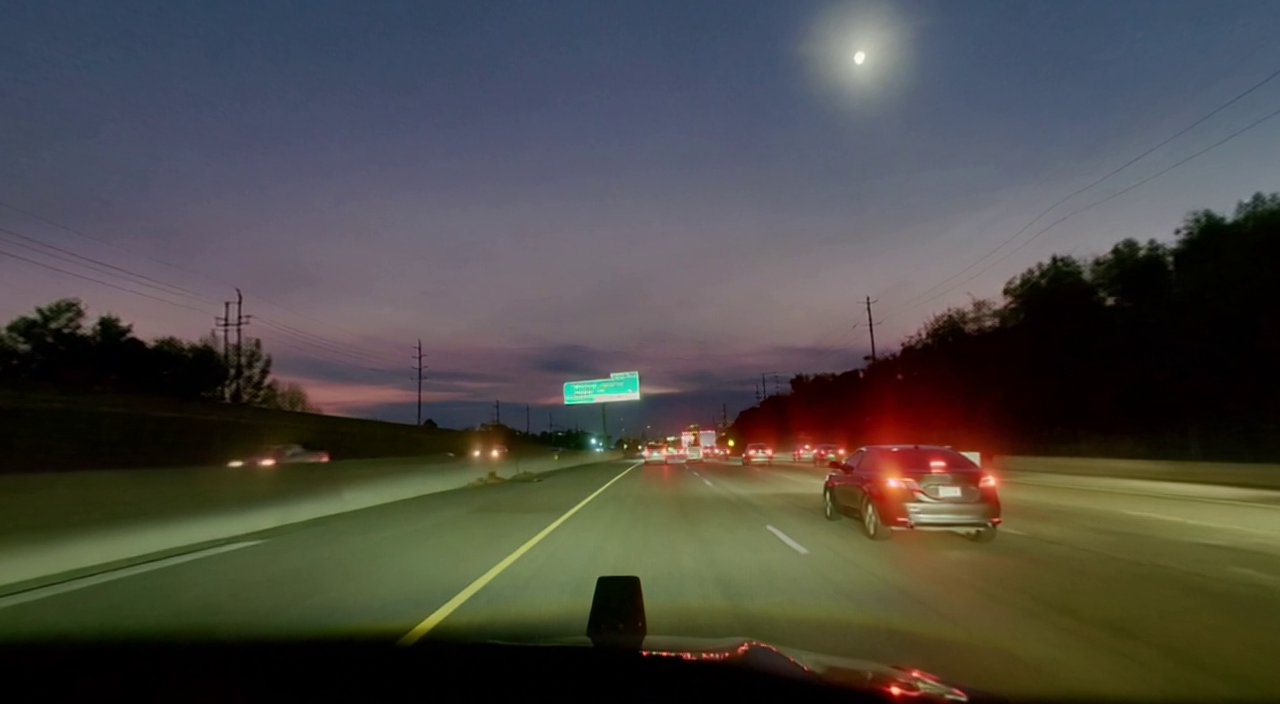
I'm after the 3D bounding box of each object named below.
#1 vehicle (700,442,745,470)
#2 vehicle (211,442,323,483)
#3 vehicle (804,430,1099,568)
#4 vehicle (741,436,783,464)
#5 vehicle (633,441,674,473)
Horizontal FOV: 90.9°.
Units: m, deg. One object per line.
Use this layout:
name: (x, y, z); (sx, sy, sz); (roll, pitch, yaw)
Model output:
vehicle: (4.570, 5.833, 35.464); (1.936, 1.465, 4.060); (0, -8, 0)
vehicle: (-16.896, 4.999, 28.946); (2.048, 1.727, 4.903); (0, -8, 2)
vehicle: (3.956, 1.922, 9.094); (1.986, 1.478, 4.429); (0, -8, 0)
vehicle: (8.439, 6.853, 44.164); (2.041, 1.821, 4.562); (0, -8, 0)
vehicle: (0.717, 5.595, 33.803); (2.042, 1.581, 3.769); (0, -8, 1)
